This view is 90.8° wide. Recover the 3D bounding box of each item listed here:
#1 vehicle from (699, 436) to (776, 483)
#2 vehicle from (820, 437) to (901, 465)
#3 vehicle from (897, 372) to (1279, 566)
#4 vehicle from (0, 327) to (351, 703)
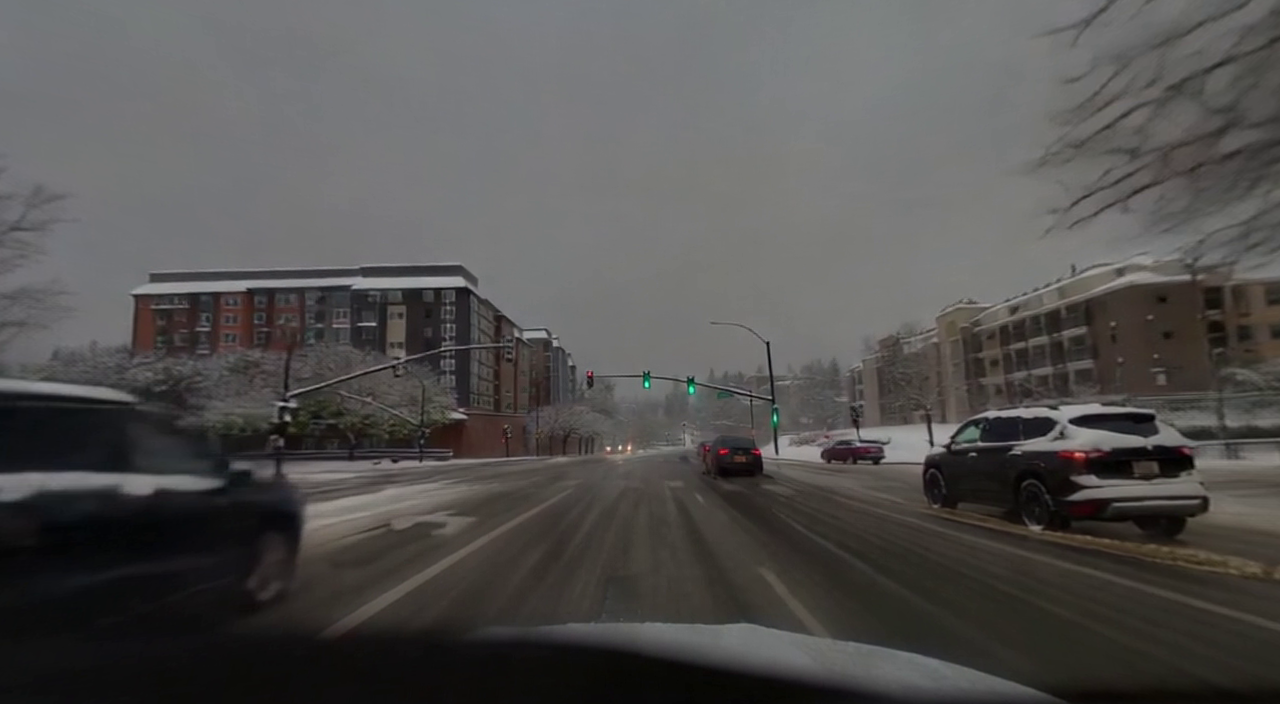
[{"bbox_3d":[3.322,3.778,22.449,2.003,1.480,4.494,0,-8,0],"label":"vehicle"},{"bbox_3d":[13.498,6.046,38.749,2.051,1.589,4.135,8,-12,-43],"label":"vehicle"},{"bbox_3d":[6.307,1.635,9.521,2.427,2.017,5.763,0,-8,0],"label":"vehicle"},{"bbox_3d":[-3.578,0.896,3.364,2.065,1.716,4.265,0,-8,-1],"label":"vehicle"}]
